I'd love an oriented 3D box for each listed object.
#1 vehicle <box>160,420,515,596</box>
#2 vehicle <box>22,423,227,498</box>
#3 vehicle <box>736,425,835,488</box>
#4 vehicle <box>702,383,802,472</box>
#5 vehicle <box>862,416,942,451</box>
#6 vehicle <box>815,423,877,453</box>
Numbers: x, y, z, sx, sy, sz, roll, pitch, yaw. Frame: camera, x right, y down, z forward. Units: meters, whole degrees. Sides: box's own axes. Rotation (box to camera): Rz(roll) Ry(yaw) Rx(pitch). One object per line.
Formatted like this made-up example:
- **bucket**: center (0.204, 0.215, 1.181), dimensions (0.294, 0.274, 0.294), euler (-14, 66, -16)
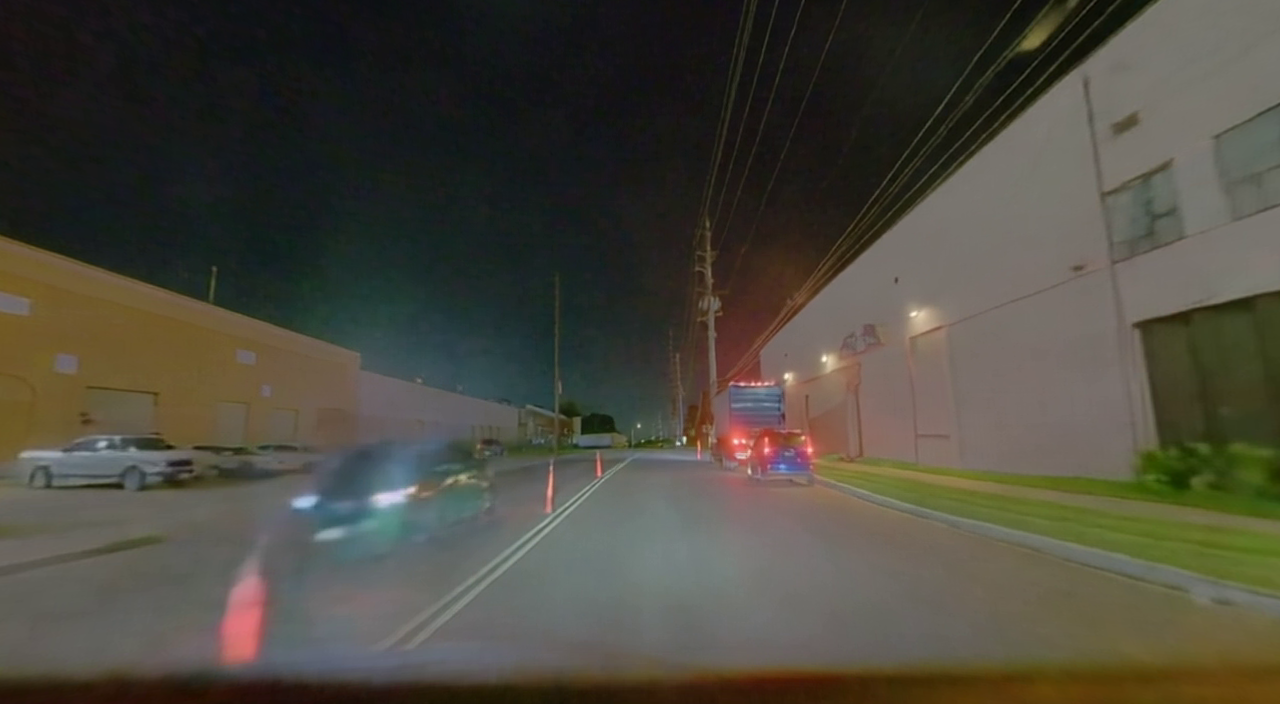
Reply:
- **vehicle**: center (-3.043, 1.661, 7.695), dimensions (1.988, 1.479, 4.485), euler (-1, -8, 2)
- **vehicle**: center (-16.344, 3.519, 20.598), dimensions (2.150, 1.999, 5.425), euler (3, -9, -2)
- **vehicle**: center (4.316, 3.182, 19.546), dimensions (1.892, 1.696, 4.332), euler (0, -8, -2)
- **vehicle**: center (4.486, 3.342, 27.105), dimensions (3.058, 3.269, 7.674), euler (0, -9, 2)
- **vehicle**: center (20.274, 6.316, 49.082), dimensions (5.359, 2.321, 2.243), euler (2, -7, 9)
- **vehicle**: center (12.429, 5.254, 38.502), dimensions (1.913, 1.672, 4.770), euler (0, -8, -3)
